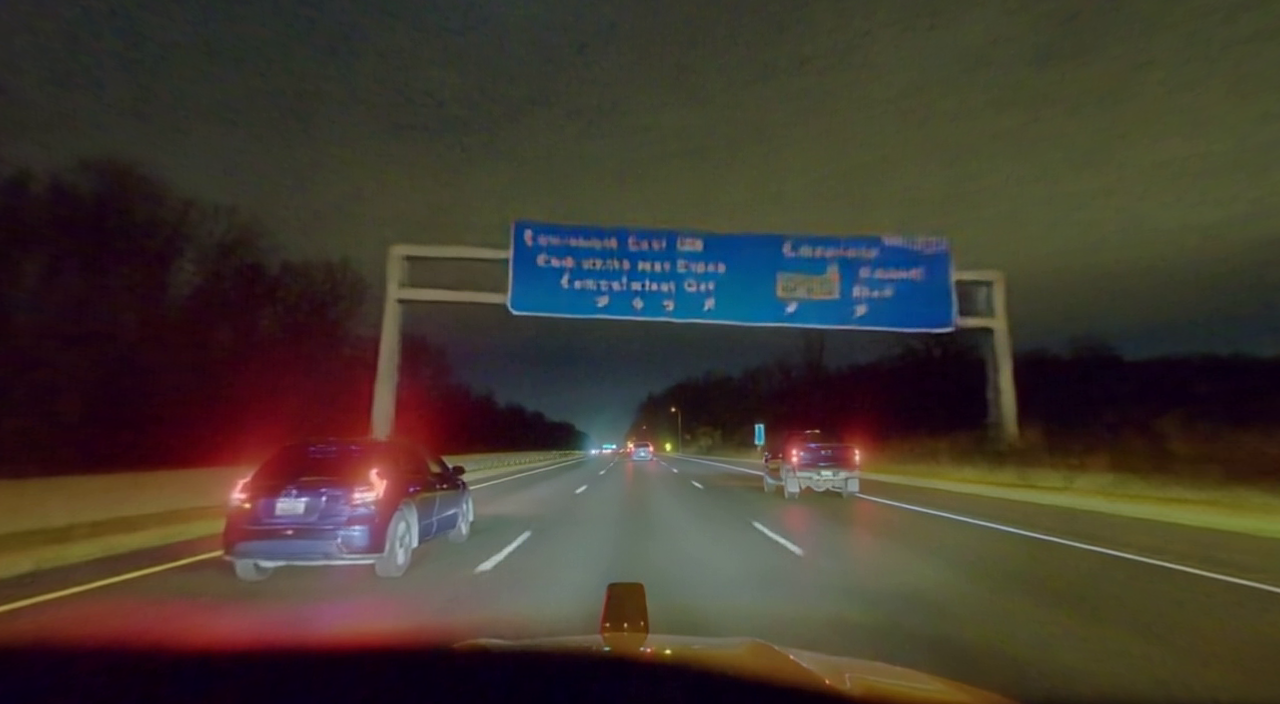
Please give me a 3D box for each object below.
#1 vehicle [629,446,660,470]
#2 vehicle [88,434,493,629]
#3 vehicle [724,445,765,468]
[{"bbox_3d":[0.286,6.768,40.310,1.859,1.478,3.799,0,-9,0],"label":"vehicle"},{"bbox_3d":[-3.259,1.735,7.173,2.012,1.500,4.452,0,-9,1],"label":"vehicle"},{"bbox_3d":[7.680,7.731,46.639,2.081,1.576,5.604,0,-9,0],"label":"vehicle"}]
